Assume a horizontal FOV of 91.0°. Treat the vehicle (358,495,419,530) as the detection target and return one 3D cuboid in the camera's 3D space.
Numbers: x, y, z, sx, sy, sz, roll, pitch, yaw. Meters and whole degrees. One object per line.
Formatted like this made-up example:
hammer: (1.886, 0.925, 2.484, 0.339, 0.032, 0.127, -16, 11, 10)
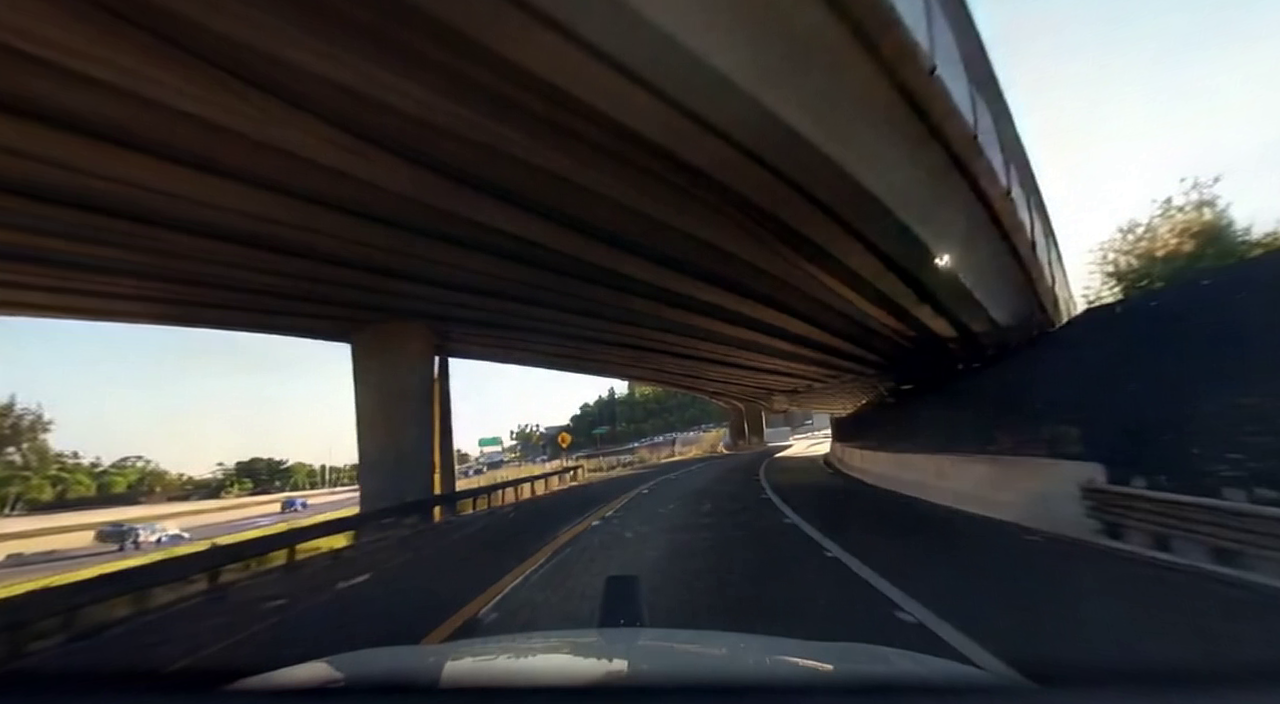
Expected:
vehicle: (-19.146, 12.243, 47.981, 3.746, 2.325, 2.109, -4, -9, 10)
